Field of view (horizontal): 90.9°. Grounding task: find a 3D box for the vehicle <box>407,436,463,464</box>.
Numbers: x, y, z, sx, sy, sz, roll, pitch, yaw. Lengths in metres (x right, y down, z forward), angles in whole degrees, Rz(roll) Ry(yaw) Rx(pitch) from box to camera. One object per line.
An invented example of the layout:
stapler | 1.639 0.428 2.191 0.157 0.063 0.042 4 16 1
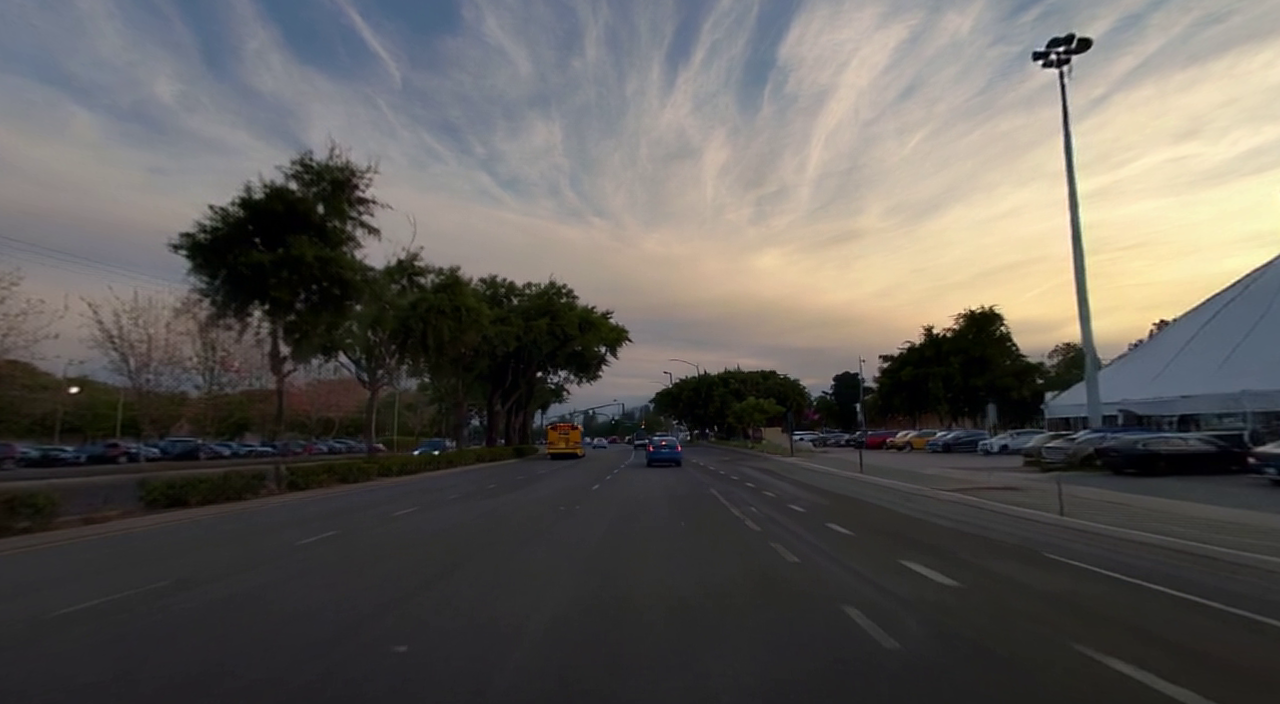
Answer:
vehicle | -13.735 6.619 42.611 2.126 1.742 4.517 0 -9 2

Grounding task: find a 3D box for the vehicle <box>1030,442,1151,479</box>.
vehicle | 19.198 4.625 27.190 1.849 1.466 4.831 -1 -9 3

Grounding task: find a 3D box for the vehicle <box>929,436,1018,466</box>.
vehicle | 19.694 5.882 37.633 2.229 1.661 5.991 0 -9 2

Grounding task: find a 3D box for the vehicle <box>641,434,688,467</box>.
vehicle | 1.143 4.885 31.284 2.123 1.498 4.226 0 -9 0
